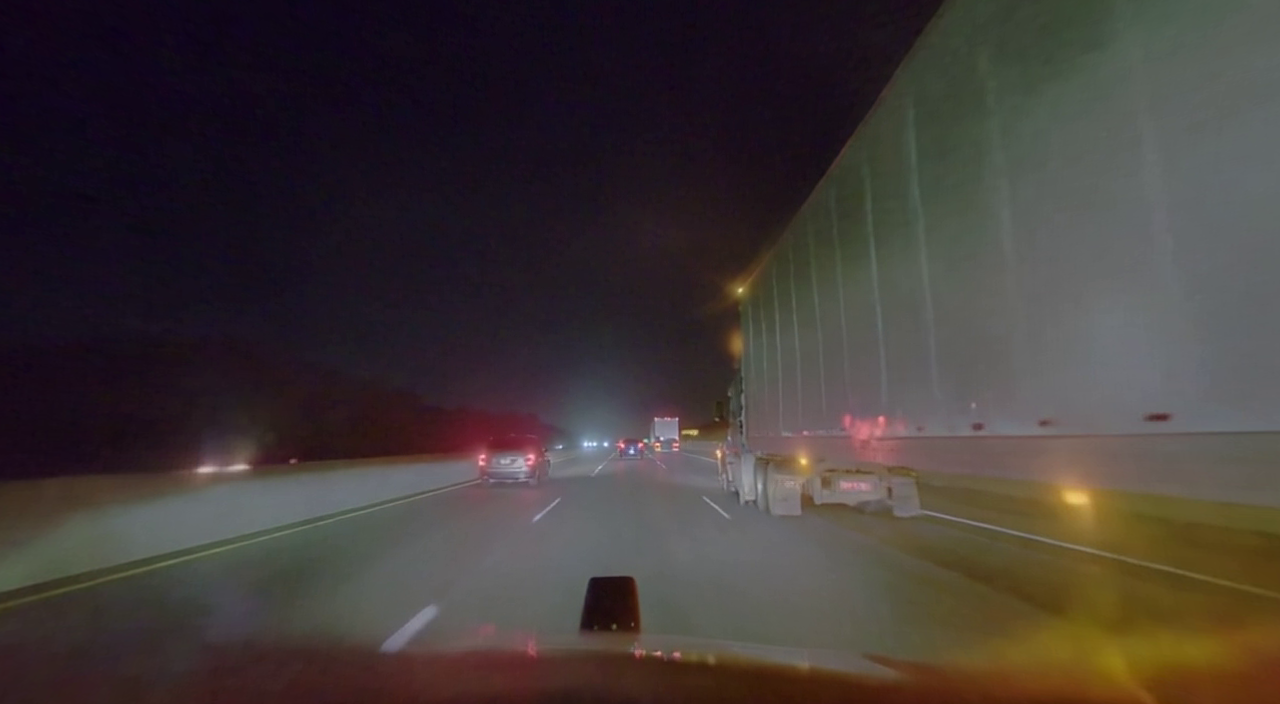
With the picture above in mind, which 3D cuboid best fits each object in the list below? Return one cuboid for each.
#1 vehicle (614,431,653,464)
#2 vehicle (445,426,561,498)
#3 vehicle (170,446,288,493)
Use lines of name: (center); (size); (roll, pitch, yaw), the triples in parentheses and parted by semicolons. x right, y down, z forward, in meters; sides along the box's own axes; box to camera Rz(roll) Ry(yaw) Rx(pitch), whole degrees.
vehicle: (-0.462, 6.397, 42.252); (2.456, 2.007, 4.728); (0, -8, -2)
vehicle: (-3.703, 3.060, 18.008); (2.326, 1.761, 4.450); (0, -8, 0)
vehicle: (-18.011, 5.112, 27.908); (2.099, 1.847, 4.724); (0, -8, -1)
